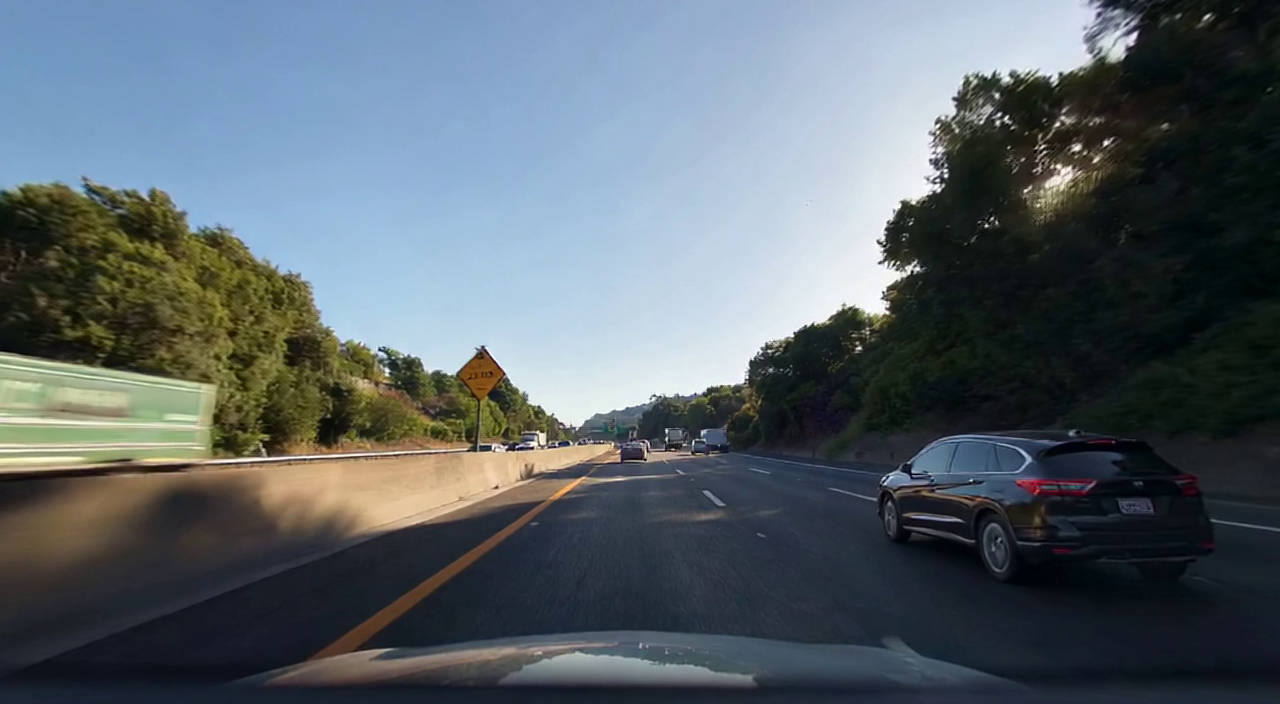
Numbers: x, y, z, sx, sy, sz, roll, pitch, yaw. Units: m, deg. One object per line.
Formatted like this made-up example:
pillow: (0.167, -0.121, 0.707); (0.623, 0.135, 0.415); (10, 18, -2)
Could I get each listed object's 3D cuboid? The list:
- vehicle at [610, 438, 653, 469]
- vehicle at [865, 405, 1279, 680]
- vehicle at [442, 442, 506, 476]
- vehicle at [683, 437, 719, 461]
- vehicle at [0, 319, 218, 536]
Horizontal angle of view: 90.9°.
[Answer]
vehicle: (-0.458, 5.211, 32.780); (2.055, 1.466, 4.317); (0, -8, -1)
vehicle: (3.995, 1.370, 5.904); (1.961, 1.495, 4.743); (0, -8, -1)
vehicle: (-7.750, 5.016, 29.903); (1.897, 1.451, 4.137); (0, -8, 0)
vehicle: (4.224, 6.713, 43.928); (1.995, 1.556, 3.893); (0, -8, -2)
vehicle: (-11.675, 1.387, 11.389); (2.726, 3.457, 7.709); (0, -8, 0)
